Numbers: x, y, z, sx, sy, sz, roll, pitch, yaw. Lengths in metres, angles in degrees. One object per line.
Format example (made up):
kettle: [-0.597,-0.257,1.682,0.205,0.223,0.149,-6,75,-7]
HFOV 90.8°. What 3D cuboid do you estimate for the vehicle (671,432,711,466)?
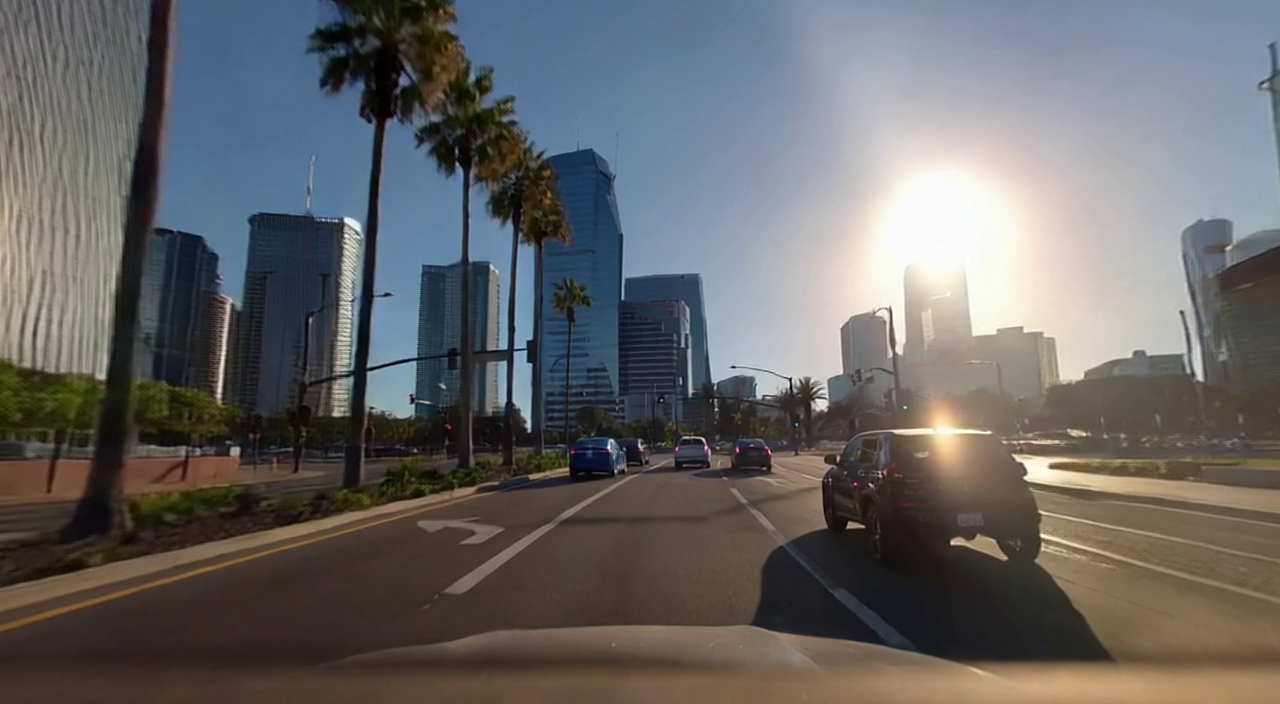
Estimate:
vehicle: [2.863,5.325,34.808,2.060,1.730,4.257,-1,-8,6]

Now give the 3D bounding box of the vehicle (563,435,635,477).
vehicle: [-1.462,4.022,24.718,1.962,1.480,4.605,-1,-8,7]

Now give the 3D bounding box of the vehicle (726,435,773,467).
vehicle: [5.653,5.128,32.941,1.936,1.567,3.896,0,-8,3]
